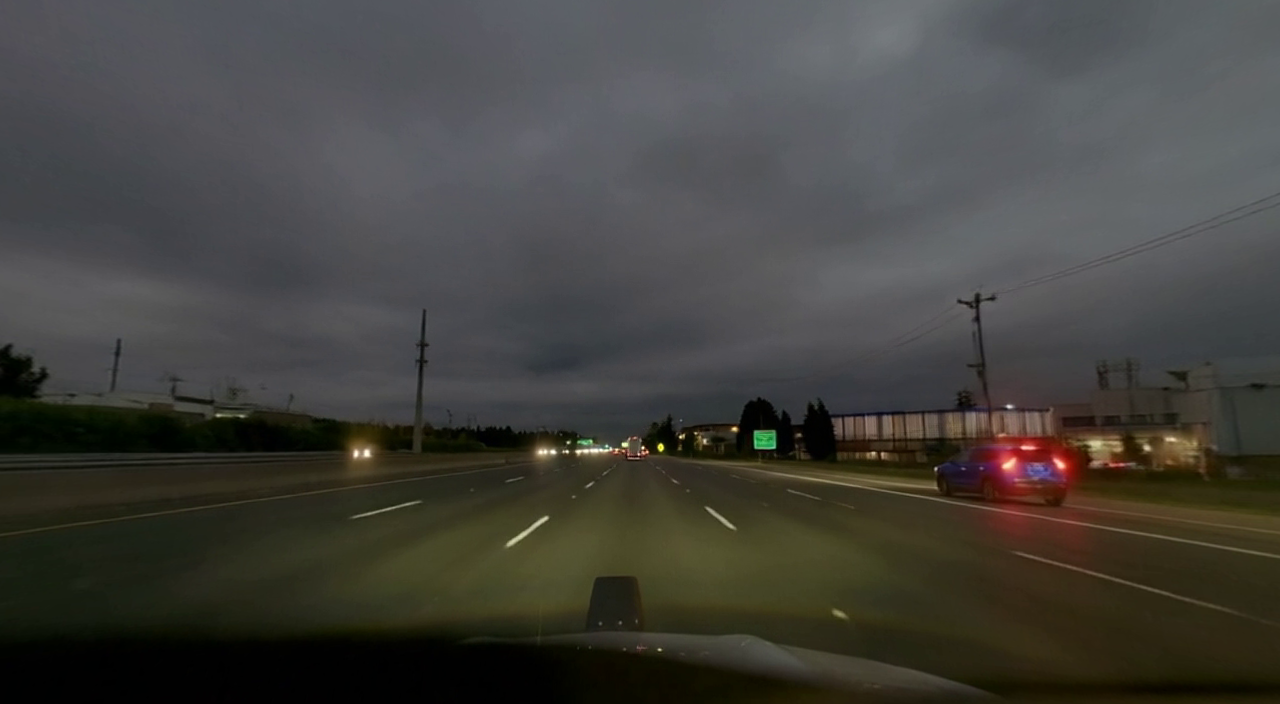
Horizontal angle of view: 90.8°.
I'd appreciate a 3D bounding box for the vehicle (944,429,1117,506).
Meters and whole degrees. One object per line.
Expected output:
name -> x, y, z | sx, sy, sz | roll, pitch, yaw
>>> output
vehicle -> 13.273, 3.946, 22.026 | 2.411, 2.326, 5.300 | 0, -9, -2
